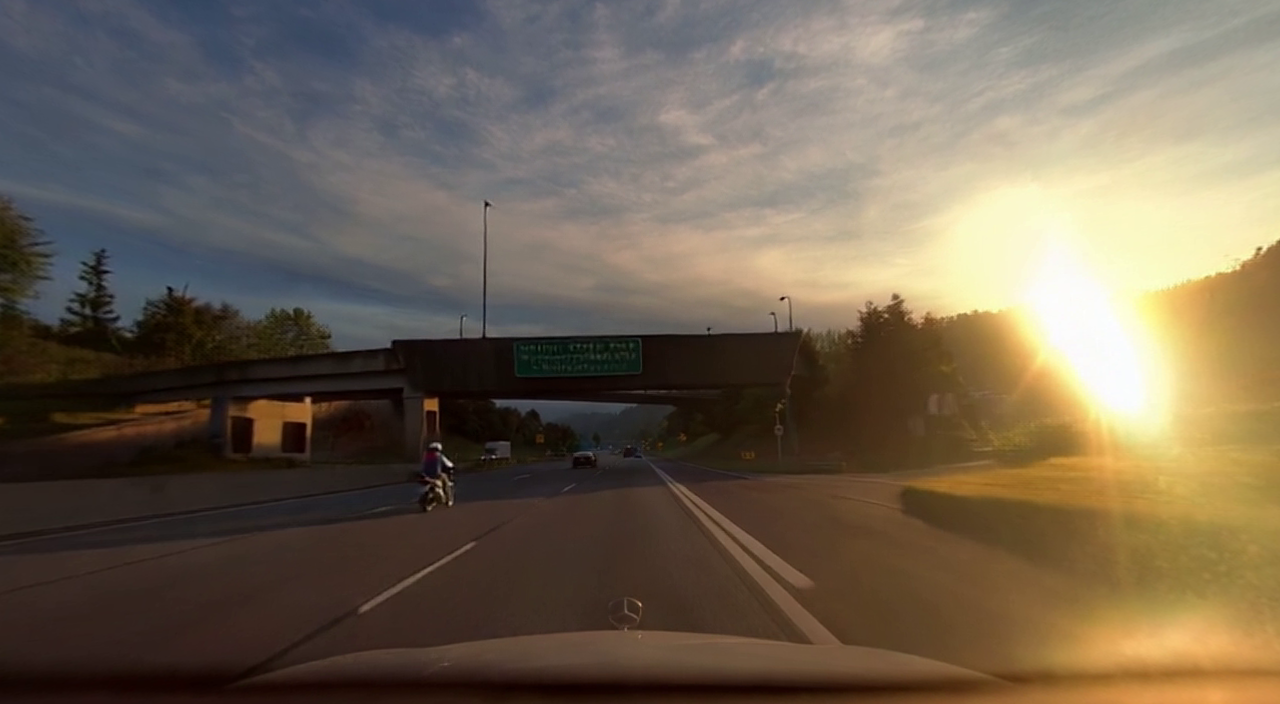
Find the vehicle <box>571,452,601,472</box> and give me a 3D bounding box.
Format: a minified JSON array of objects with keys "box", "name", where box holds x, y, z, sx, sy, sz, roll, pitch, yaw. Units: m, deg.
[{"box":[-4.222,8.673,49.972,1.992,1.504,4.117,0,-9,0],"name":"vehicle"}]
